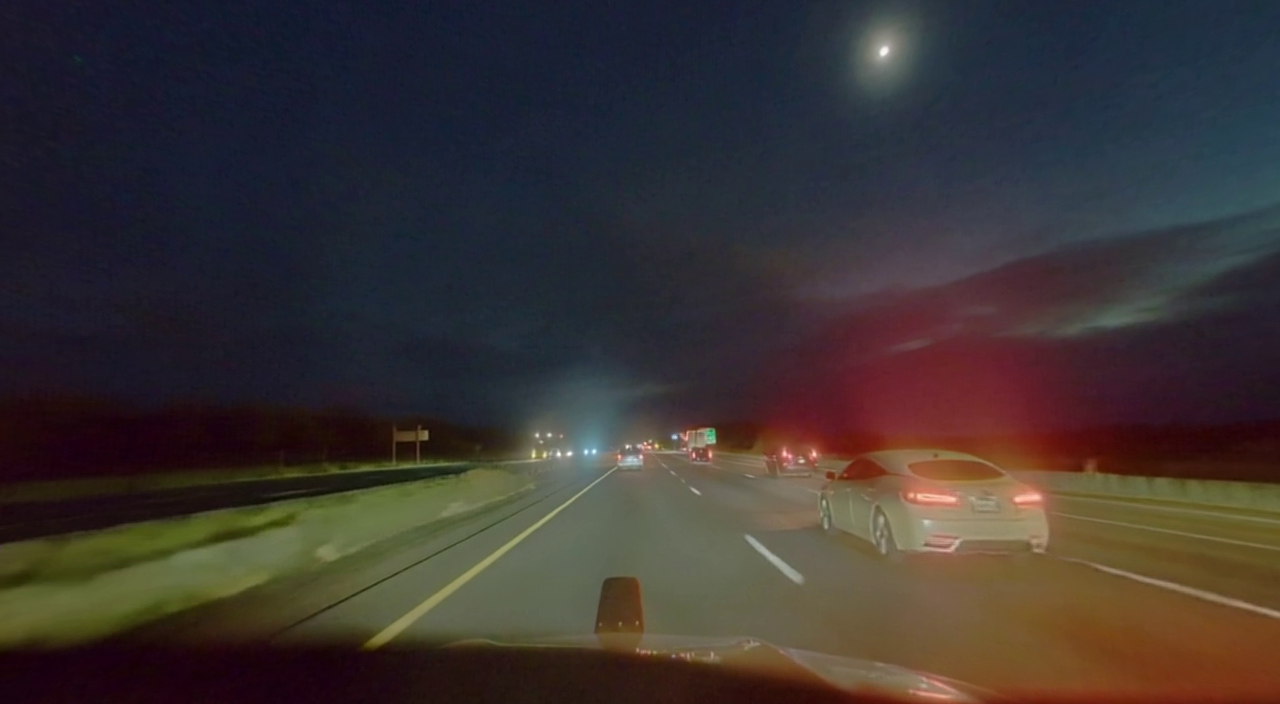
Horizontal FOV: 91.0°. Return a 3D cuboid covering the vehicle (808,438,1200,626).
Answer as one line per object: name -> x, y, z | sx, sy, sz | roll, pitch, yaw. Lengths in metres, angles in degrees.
vehicle -> 3.443, 1.748, 7.093 | 2.004, 1.471, 4.032 | 0, -9, 0

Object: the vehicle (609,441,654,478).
vehicle -> -0.365, 5.364, 31.656 | 2.142, 1.724, 4.344 | 0, -9, 1

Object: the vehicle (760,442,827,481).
vehicle -> 6.899, 4.959, 28.790 | 1.975, 1.650, 4.257 | 0, -9, 0

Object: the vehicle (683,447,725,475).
vehicle -> 3.726, 6.433, 37.492 | 2.047, 1.540, 4.294 | 0, -9, 0
